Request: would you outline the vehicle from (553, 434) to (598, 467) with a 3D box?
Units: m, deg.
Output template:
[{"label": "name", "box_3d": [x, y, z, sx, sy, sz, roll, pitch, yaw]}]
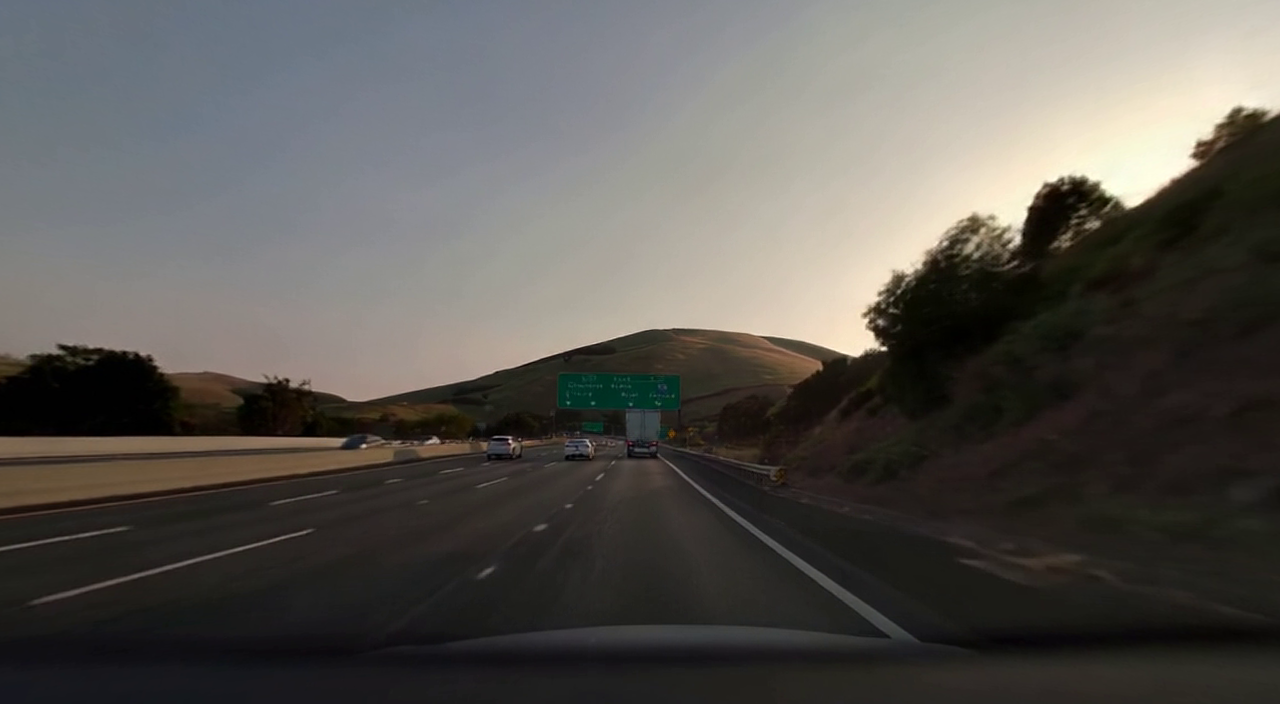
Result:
[{"label": "vehicle", "box_3d": [-3.610, 5.653, 36.213, 2.053, 1.746, 4.508, 0, -9, 1]}]

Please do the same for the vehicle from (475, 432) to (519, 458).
[{"label": "vehicle", "box_3d": [-10.095, 6.625, 44.712, 1.958, 1.758, 4.684, 0, -9, 1]}]

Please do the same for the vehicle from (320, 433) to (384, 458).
[{"label": "vehicle", "box_3d": [-18.061, 5.918, 39.720, 1.837, 1.496, 4.386, 0, -9, 1]}]
